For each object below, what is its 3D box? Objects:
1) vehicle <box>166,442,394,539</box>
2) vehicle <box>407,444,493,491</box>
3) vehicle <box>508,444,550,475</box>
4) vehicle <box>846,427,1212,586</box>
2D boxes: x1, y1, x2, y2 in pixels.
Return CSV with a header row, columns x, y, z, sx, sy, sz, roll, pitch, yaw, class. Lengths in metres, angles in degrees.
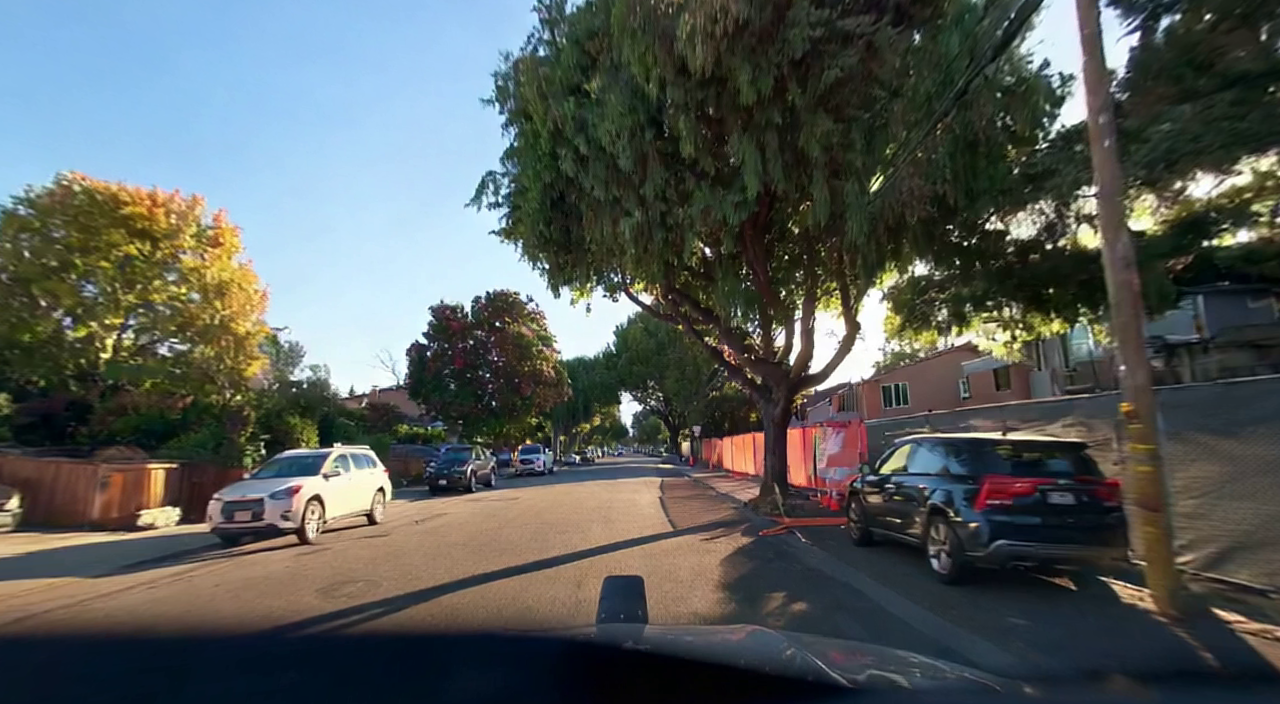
x,y,z,sx,sy,sz,roll,pitch,yaw,class
-6.827,2.664,12.743,1.934,1.552,4.636,1,-9,-1,vehicle
-7.636,4.651,25.946,2.019,1.723,4.650,0,-8,1,vehicle
-6.710,6.547,38.565,1.932,1.743,4.079,-2,-9,-2,vehicle
4.515,1.832,8.450,2.052,1.514,4.577,0,-8,1,vehicle
